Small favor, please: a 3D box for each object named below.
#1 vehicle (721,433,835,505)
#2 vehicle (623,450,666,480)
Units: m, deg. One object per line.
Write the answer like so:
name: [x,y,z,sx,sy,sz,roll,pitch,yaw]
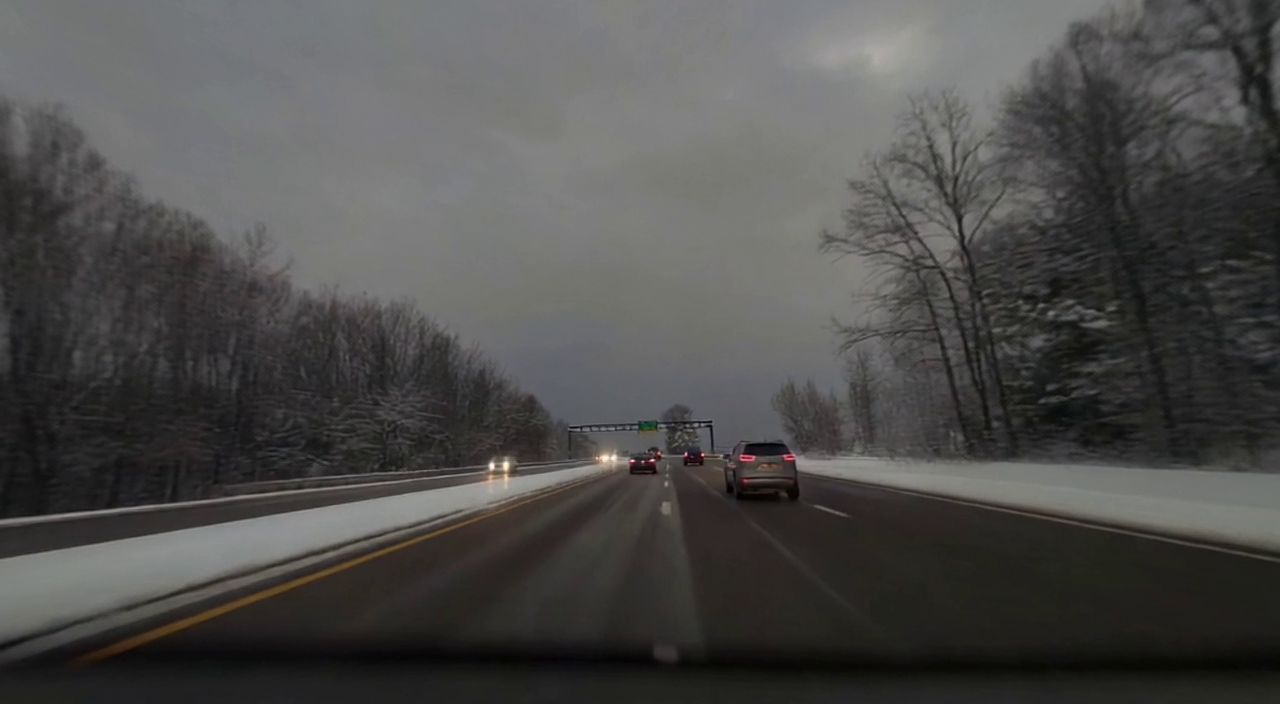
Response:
vehicle: [3.607,3.172,17.338,2.250,1.718,4.358,-1,-9,1]
vehicle: [0.276,5.656,31.627,2.037,1.418,3.793,-1,-9,2]
